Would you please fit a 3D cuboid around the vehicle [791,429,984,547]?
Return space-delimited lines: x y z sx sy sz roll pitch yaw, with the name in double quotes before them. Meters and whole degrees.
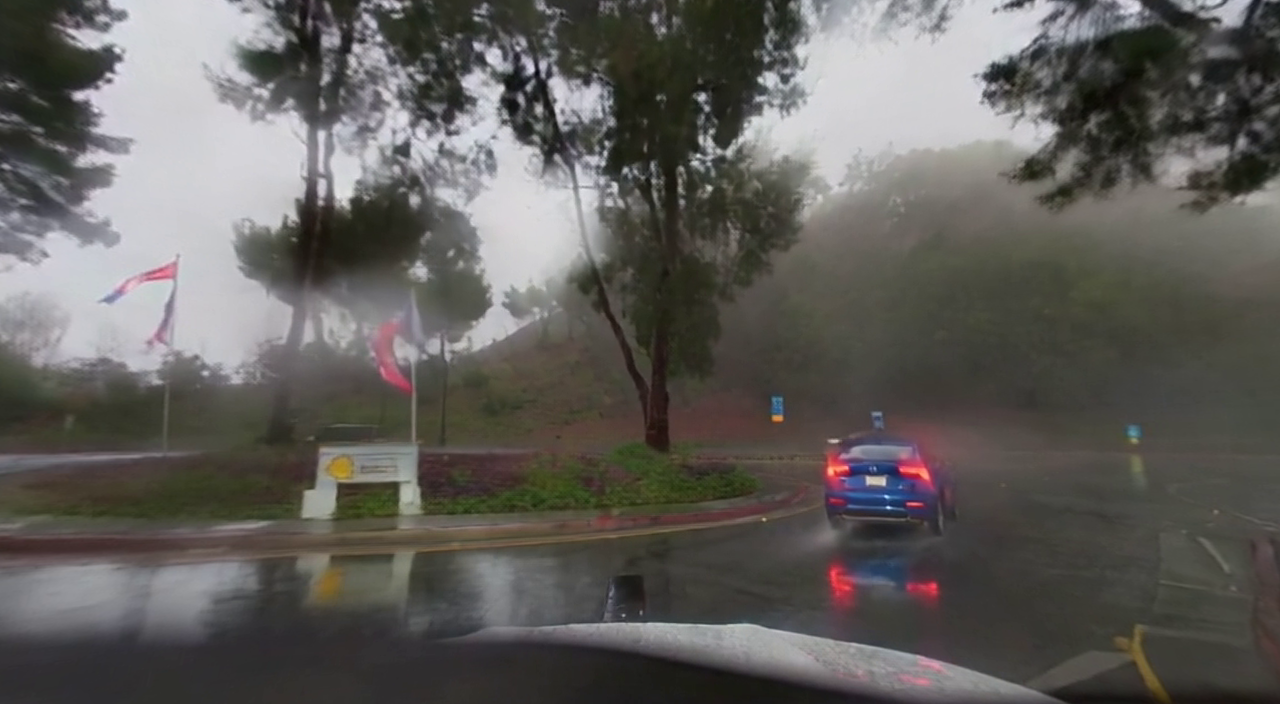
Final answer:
"vehicle" 4.418 2.219 10.919 2.078 1.607 4.010 -6 -11 35

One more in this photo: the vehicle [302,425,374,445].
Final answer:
"vehicle" -23.426 6.446 49.036 4.652 1.498 1.783 0 -9 0
